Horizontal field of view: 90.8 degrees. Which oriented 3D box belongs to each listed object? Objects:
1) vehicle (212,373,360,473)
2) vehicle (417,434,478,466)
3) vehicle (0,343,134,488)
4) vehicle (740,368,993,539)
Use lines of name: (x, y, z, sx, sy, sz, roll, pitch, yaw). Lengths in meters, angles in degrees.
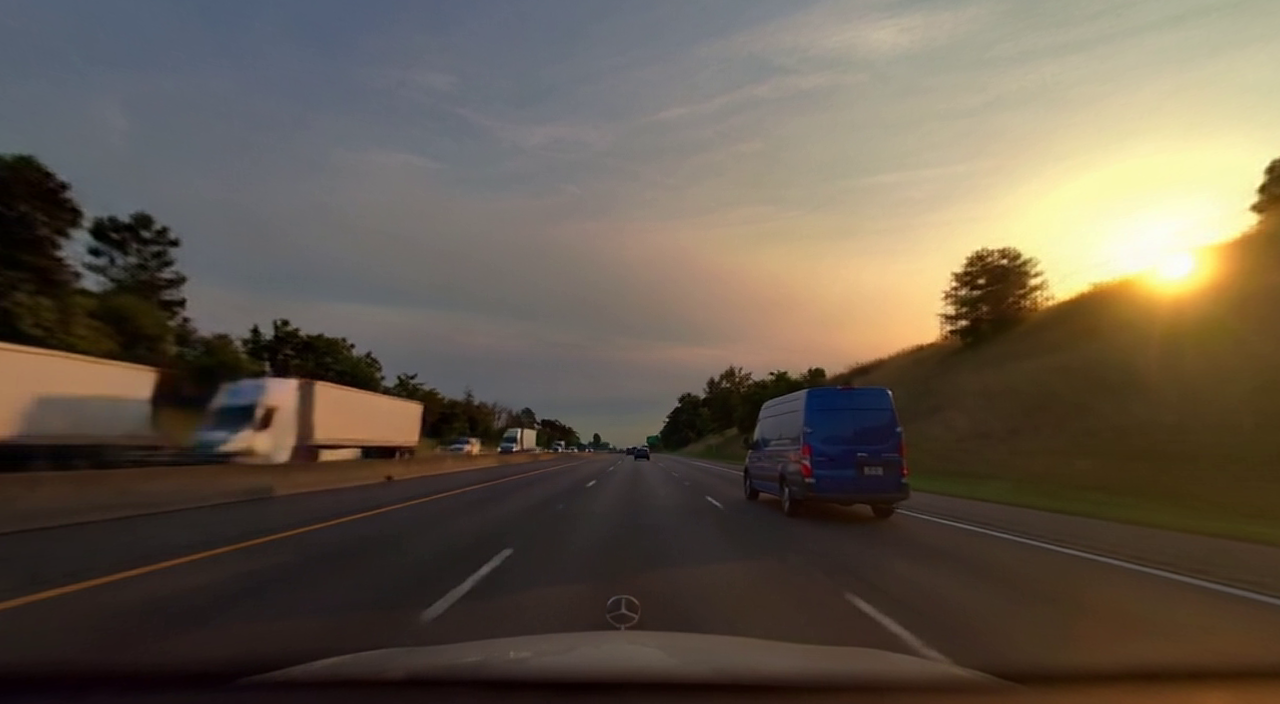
vehicle: (-15.267, 3.235, 27.852, 2.929, 3.922, 5.878, 0, -9, 0)
vehicle: (-11.362, 5.817, 37.574, 2.077, 1.737, 4.995, 0, -9, 0)
vehicle: (-19.534, 1.435, 15.423, 2.848, 4.058, 13.834, 0, -9, 0)
vehicle: (3.886, 2.008, 12.750, 2.552, 2.524, 6.630, 0, -9, -1)
